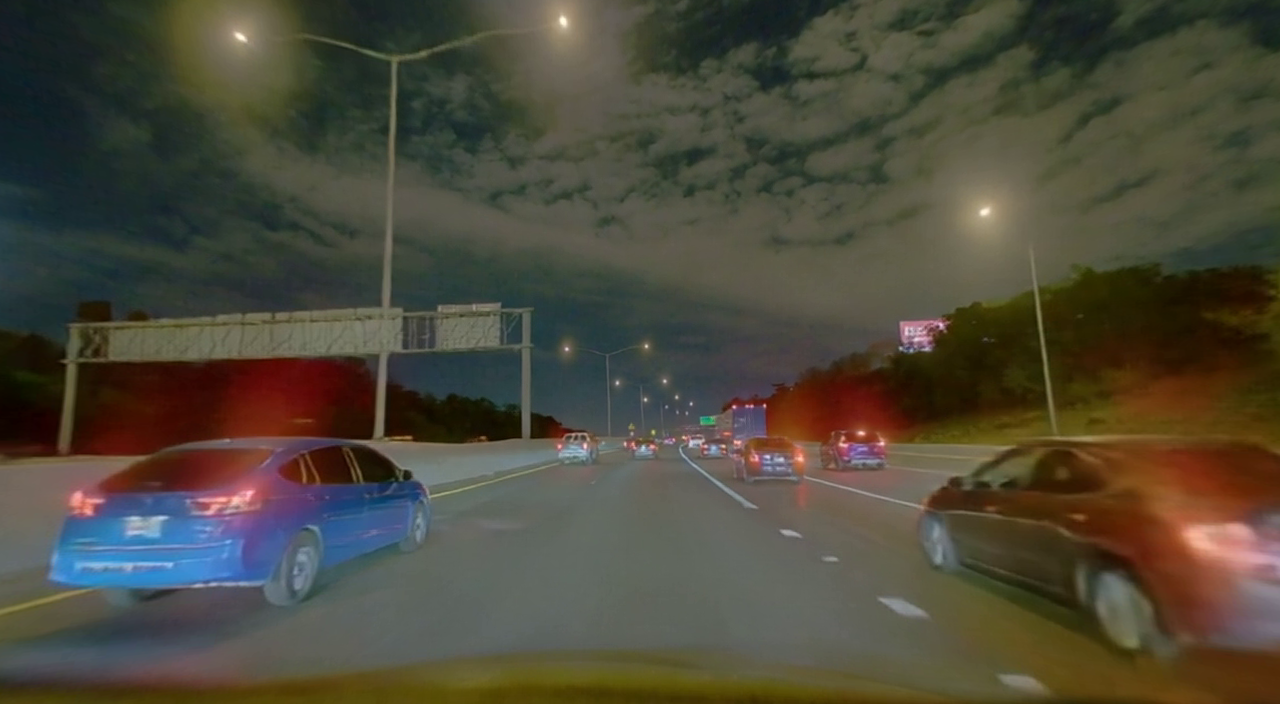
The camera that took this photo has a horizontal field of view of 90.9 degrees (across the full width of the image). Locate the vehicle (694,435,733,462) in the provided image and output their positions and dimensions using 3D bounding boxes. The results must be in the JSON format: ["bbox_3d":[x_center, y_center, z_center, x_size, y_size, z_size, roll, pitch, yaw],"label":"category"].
[{"bbox_3d":[4.466,5.943,38.932,1.933,1.503,4.520,0,-8,0],"label":"vehicle"}]

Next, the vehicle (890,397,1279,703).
[{"bbox_3d":[3.820,1.219,4.658,1.999,1.482,4.743,0,-8,0],"label":"vehicle"}]

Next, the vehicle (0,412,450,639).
[{"bbox_3d":[-3.605,1.469,6.426,1.914,1.476,4.416,0,-8,1],"label":"vehicle"}]

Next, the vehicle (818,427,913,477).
[{"bbox_3d":[8.531,3.824,24.326,1.987,1.726,4.515,0,-8,0],"label":"vehicle"}]

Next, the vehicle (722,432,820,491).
[{"bbox_3d":[3.649,3.120,18.324,1.933,1.492,4.125,0,-8,0],"label":"vehicle"}]

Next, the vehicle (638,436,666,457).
[{"bbox_3d":[0.896,7.128,47.641,2.040,1.461,3.984,0,-8,1],"label":"vehicle"}]

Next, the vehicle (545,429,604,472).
[{"bbox_3d":[-2.816,4.345,28.089,2.006,1.741,4.277,-1,-8,2],"label":"vehicle"}]
